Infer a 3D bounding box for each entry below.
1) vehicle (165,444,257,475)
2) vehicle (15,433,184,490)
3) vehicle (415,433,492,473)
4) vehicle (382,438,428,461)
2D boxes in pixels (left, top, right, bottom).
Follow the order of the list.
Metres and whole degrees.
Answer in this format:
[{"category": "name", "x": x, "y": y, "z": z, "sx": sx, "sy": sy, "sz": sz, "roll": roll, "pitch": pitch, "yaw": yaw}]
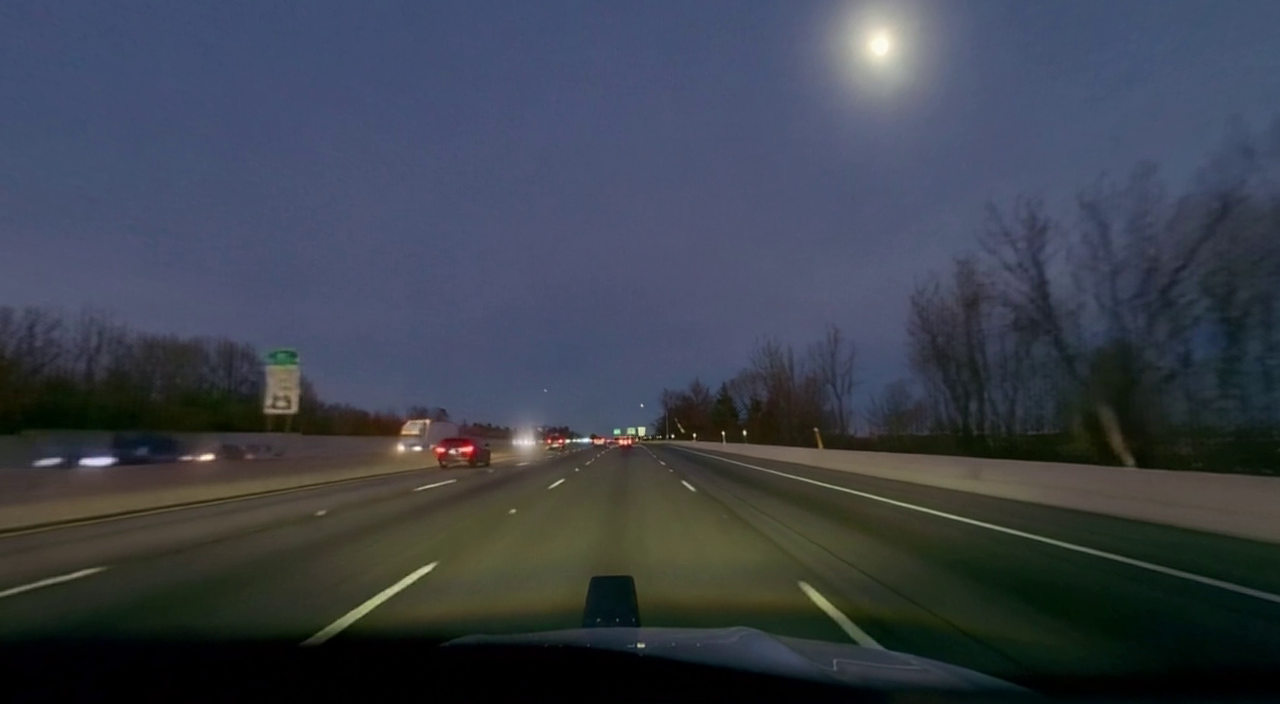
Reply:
[{"category": "vehicle", "x": -23.699, "y": 5.911, "z": 34.990, "sx": 1.849, "sy": 1.552, "sz": 4.689, "roll": 0, "pitch": -8, "yaw": -1}, {"category": "vehicle", "x": -16.500, "y": 3.326, "z": 19.509, "sx": 1.786, "sy": 1.565, "sz": 3.896, "roll": 0, "pitch": -8, "yaw": -1}, {"category": "vehicle", "x": -7.672, "y": 4.175, "z": 26.306, "sx": 1.972, "sy": 1.532, "sz": 4.222, "roll": 0, "pitch": -8, "yaw": 0}, {"category": "vehicle", "x": -17.005, "y": 7.055, "z": 45.696, "sx": 1.812, "sy": 1.519, "sz": 3.999, "roll": 0, "pitch": -8, "yaw": 0}]
